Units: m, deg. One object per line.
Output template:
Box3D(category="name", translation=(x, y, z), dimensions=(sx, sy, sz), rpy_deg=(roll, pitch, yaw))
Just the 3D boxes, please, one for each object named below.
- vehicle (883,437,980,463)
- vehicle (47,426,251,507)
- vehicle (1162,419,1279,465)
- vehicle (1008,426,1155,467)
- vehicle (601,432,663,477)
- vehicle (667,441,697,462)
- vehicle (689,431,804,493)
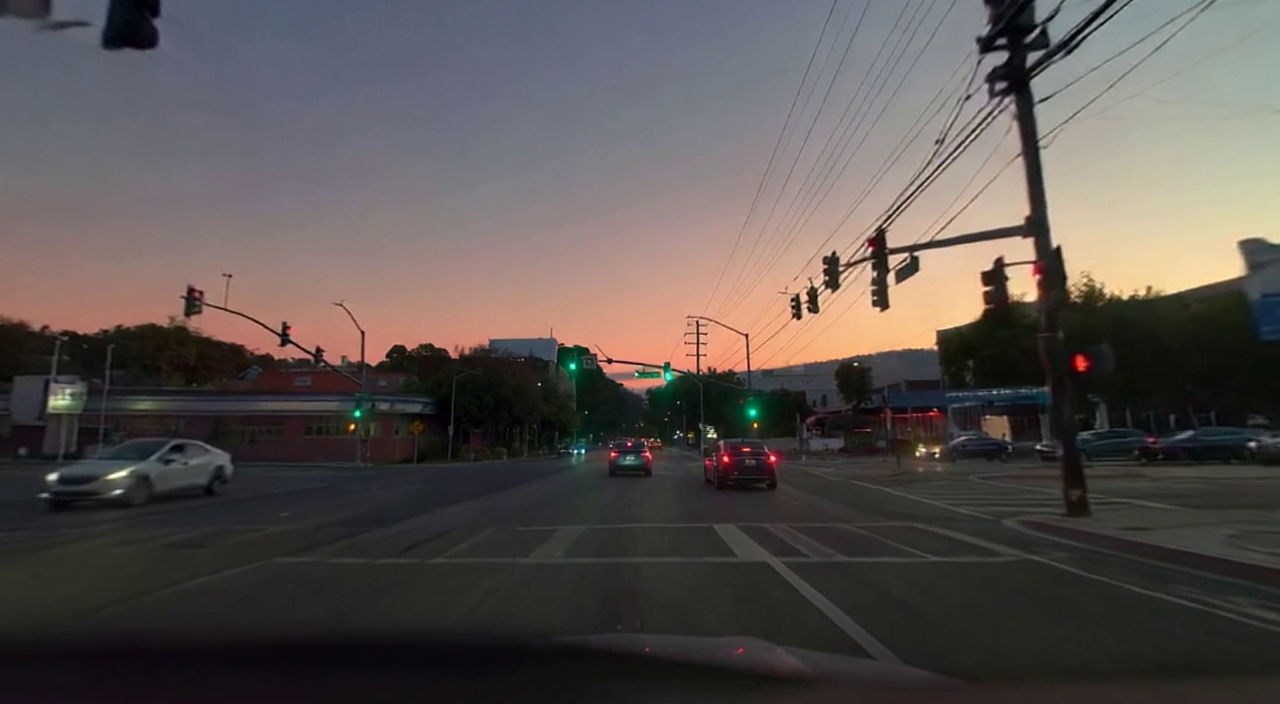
Box3D(category="vehicle", translation=(16.984, 5.720, 36.968), dimensions=(4.749, 1.465, 1.938), rpy_deg=(0, -8, -3))
Box3D(category="vehicle", translation=(-14.339, 3.346, 18.955), dimensions=(2.233, 2.072, 4.813), rpy_deg=(0, -8, -1))
Box3D(category="vehicle", translation=(24.198, 3.611, 25.436), dimensions=(4.661, 1.722, 1.895), rpy_deg=(0, -8, -2))
Box3D(category="vehicle", translation=(17.389, 3.749, 25.015), dimensions=(4.436, 1.503, 1.844), rpy_deg=(0, -8, -2))
Box3D(category="vehicle", translation=(-0.287, 3.721, 23.097), dimensions=(2.065, 1.484, 3.894), rpy_deg=(0, -8, -1))
Box3D(category="vehicle", translation=(3.170, 7.651, 48.691), dimensions=(1.971, 1.477, 4.121), rpy_deg=(0, -8, -1))
Box3D(category="vehicle", translation=(2.723, 2.964, 17.413), dimensions=(2.208, 1.436, 4.542), rpy_deg=(0, -8, -3))
